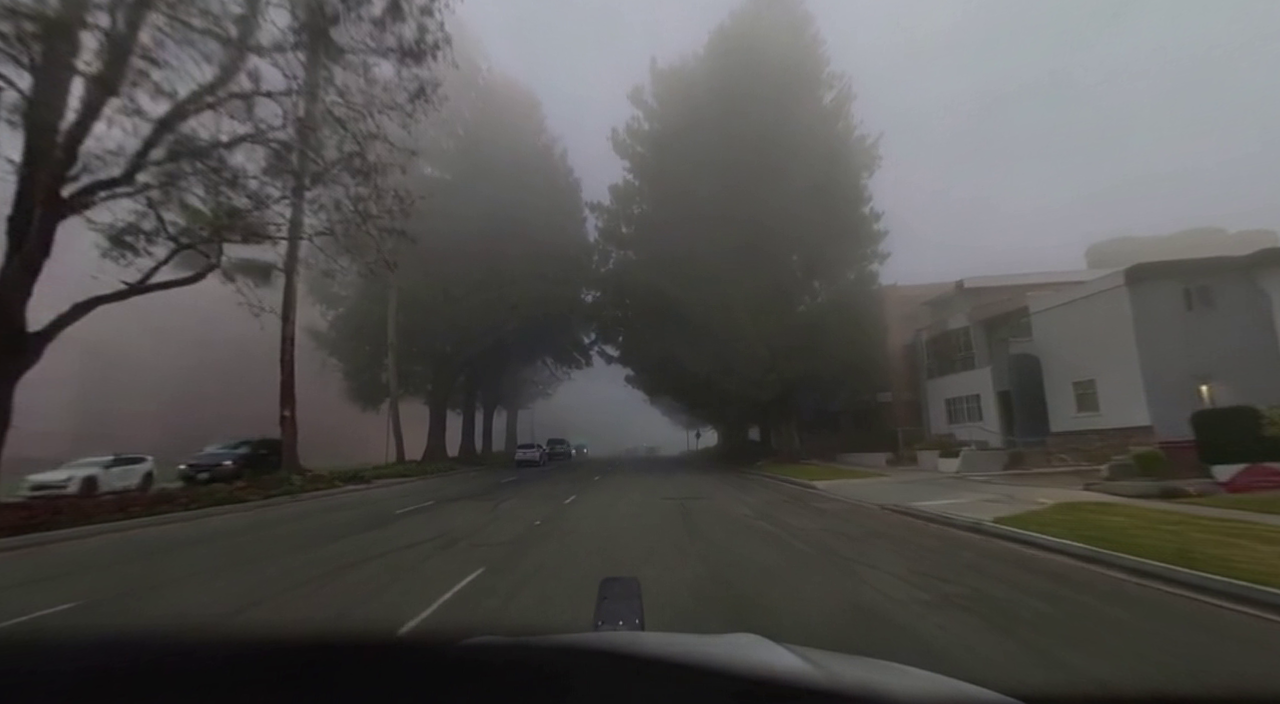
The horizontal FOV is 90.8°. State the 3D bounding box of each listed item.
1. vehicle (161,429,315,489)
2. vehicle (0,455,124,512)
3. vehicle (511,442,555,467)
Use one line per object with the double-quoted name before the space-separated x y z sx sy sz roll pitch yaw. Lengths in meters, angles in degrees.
"vehicle" -15.024 4.032 24.140 2.326 2.030 5.373 0 -9 0
"vehicle" -17.927 3.797 18.620 1.794 1.449 4.384 0 -9 -1
"vehicle" -6.590 6.352 39.288 1.970 1.456 4.441 0 -9 0
